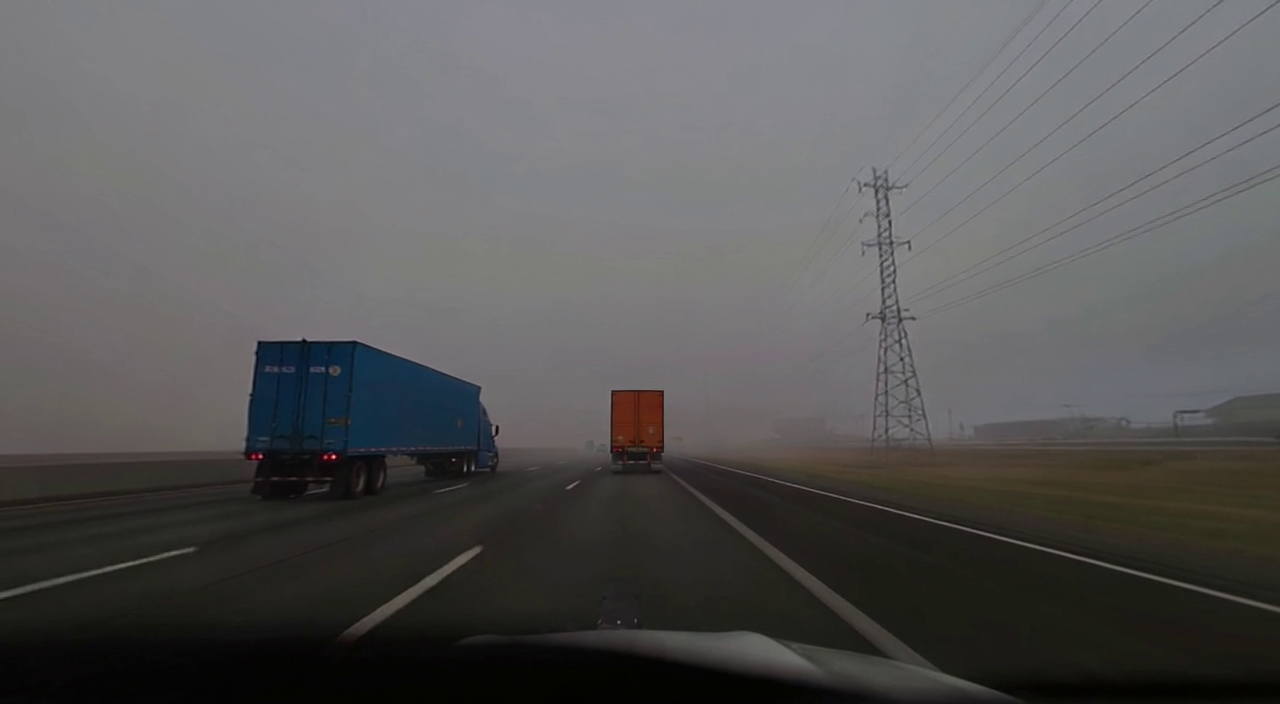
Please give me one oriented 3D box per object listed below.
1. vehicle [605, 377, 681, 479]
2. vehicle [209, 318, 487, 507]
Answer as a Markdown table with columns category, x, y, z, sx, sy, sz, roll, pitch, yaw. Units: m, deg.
| category | x | y | z | sx | sy | sz | roll | pitch | yaw |
| --- | --- | --- | --- | --- | --- | --- | --- | --- | --- |
| vehicle | 0.068 | 3.606 | 29.008 | 2.858 | 3.847 | 10.034 | 0 | -9 | -1 |
| vehicle | -7.471 | 2.055 | 18.931 | 2.937 | 3.981 | 11.119 | 0 | -8 | 0 |
